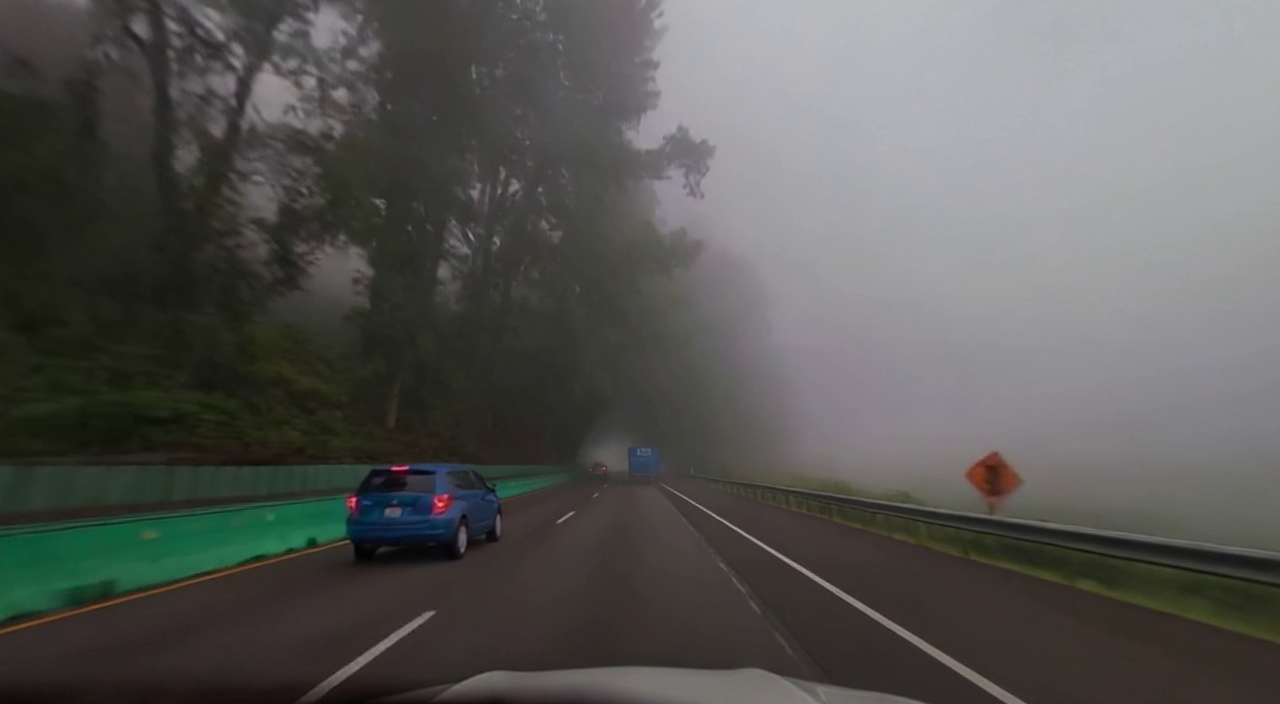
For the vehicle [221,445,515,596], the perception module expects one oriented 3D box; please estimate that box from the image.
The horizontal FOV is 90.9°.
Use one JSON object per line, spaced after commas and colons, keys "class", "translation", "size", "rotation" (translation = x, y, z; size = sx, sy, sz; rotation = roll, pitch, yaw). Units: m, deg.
{"class": "vehicle", "translation": [-3.206, 2.126, 8.668], "size": [2.038, 1.490, 4.391], "rotation": [1, -11, 0]}
